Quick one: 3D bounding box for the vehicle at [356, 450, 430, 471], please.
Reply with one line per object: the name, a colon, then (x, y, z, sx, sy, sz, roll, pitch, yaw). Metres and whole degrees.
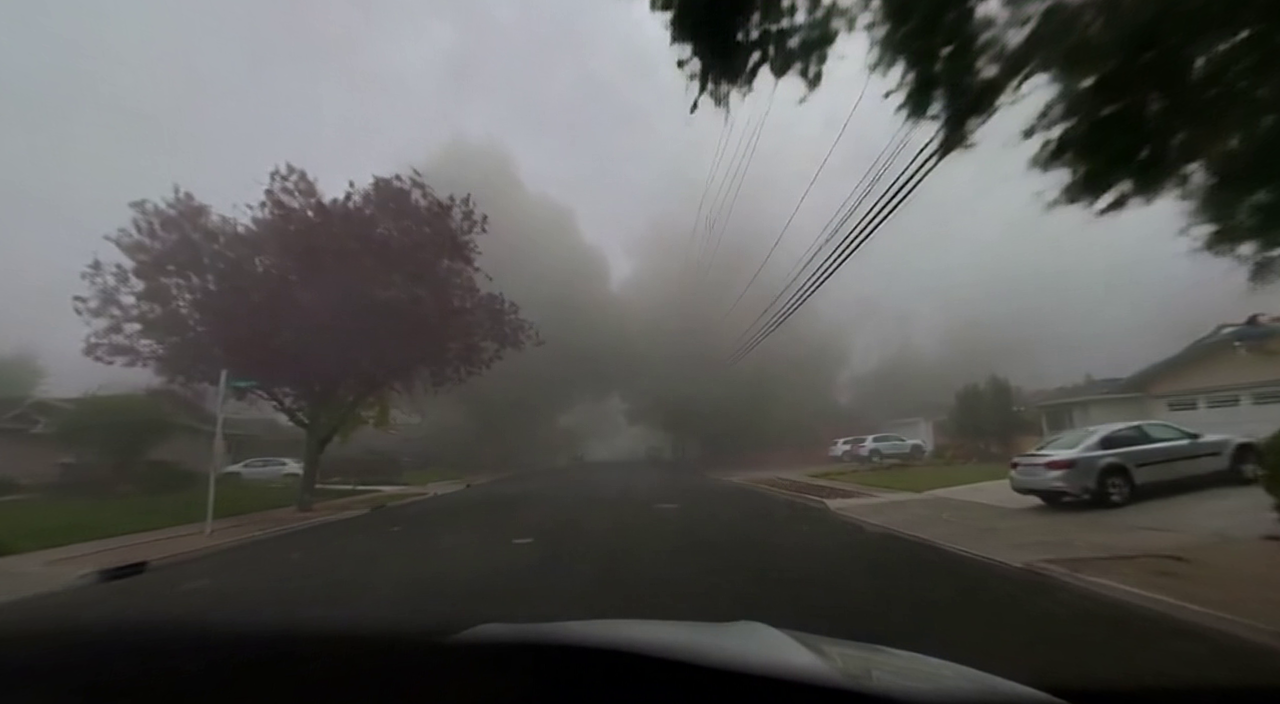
vehicle: (-17.800, 7.827, 45.626, 4.519, 1.426, 1.903, 8, -12, -41)

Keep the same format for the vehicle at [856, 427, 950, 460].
vehicle: (15.260, 5.331, 36.822, 4.562, 1.832, 1.987, 0, -9, -3)

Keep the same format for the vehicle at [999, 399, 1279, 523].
vehicle: (10.067, 2.101, 12.504, 4.697, 1.604, 1.838, -8, -8, -4)

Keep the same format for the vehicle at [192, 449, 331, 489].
vehicle: (-14.862, 4.556, 24.986, 4.477, 1.449, 1.922, 5, -10, -32)
